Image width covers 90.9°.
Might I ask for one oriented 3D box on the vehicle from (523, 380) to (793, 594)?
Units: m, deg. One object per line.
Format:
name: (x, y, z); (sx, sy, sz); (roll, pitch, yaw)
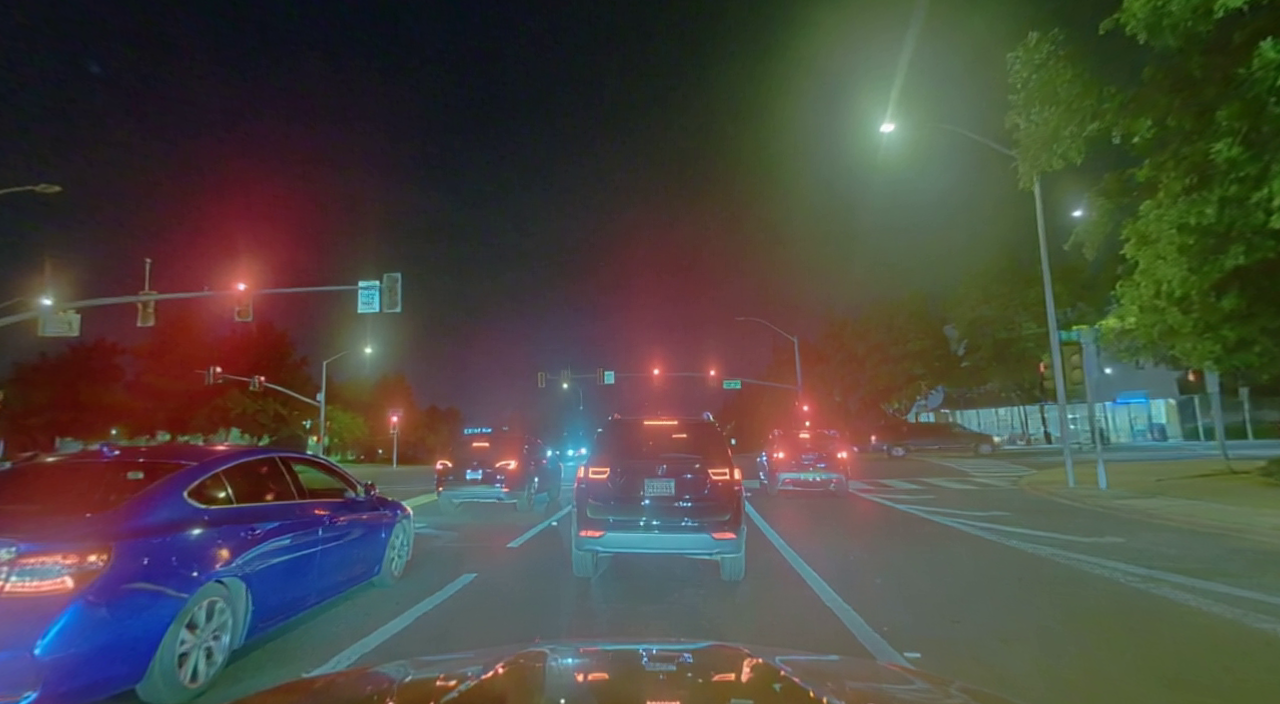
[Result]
vehicle: (0.203, 1.467, 7.654); (2.300, 1.832, 4.331); (0, -8, 1)

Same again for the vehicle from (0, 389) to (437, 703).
vehicle: (-3.220, 1.197, 4.401); (1.958, 1.494, 4.624); (0, -8, 2)

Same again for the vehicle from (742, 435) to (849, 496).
vehicle: (4.096, 3.057, 17.339); (1.979, 1.453, 4.011); (0, -8, 1)

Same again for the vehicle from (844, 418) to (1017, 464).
vehicle: (13.361, 4.208, 29.666); (6.879, 1.984, 2.808); (-2, -9, 15)

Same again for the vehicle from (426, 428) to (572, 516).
vehicle: (-2.684, 2.391, 13.084); (1.851, 1.502, 4.042); (0, -8, 4)
